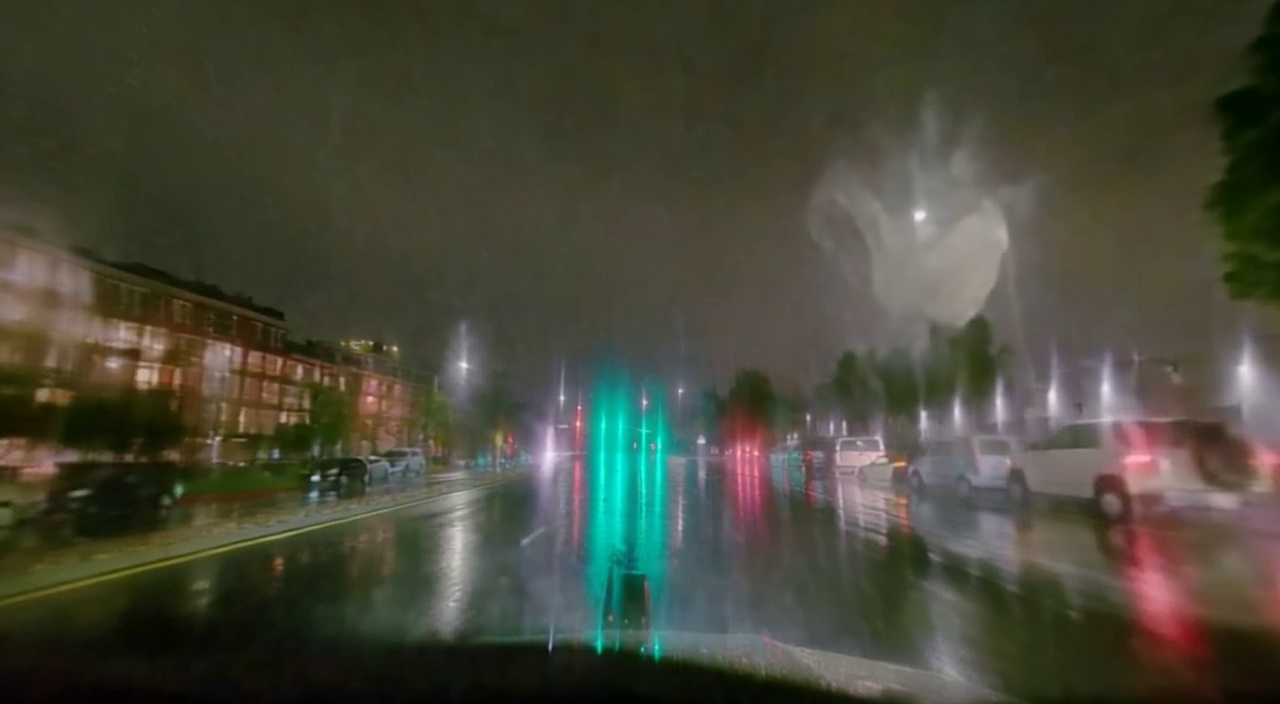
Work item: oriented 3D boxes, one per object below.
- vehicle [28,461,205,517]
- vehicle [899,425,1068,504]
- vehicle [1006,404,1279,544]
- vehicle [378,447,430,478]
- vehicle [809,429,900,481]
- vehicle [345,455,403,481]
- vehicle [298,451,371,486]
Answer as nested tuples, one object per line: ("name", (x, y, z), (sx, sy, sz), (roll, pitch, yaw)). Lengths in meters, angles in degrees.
("vehicle", (-16.947, 4.415, 20.801), (1.868, 1.470, 4.652), (-1, -9, 0))
("vehicle", (9.756, 3.238, 18.541), (2.088, 1.973, 5.003), (0, -9, -1))
("vehicle", (9.659, 2.218, 12.104), (2.169, 2.043, 5.484), (-1, -9, 3))
("vehicle", (-16.698, 7.810, 44.897), (2.046, 1.945, 4.688), (-1, -7, -2))
("vehicle", (9.827, 4.812, 29.518), (2.115, 2.151, 5.826), (0, -9, -1))
("vehicle", (-16.685, 7.297, 39.783), (1.740, 1.442, 4.678), (-1, -9, -1))
("vehicle", (-16.838, 6.408, 34.990), (1.913, 1.744, 4.478), (-1, -9, -2))
